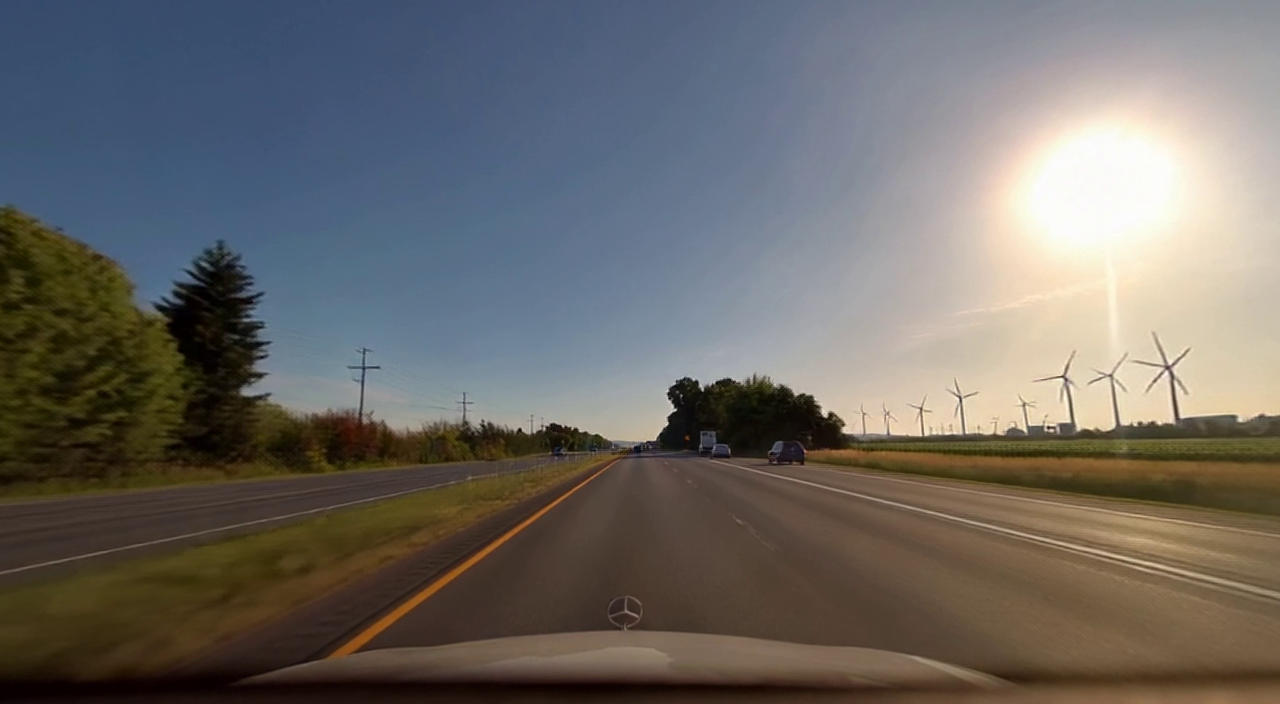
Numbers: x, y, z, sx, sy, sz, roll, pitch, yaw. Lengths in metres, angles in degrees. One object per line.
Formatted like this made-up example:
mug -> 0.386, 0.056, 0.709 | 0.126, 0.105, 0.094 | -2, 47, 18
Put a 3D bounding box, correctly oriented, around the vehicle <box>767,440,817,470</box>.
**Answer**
vehicle -> 9.225, 6.290, 38.631 | 1.897, 1.669, 4.825 | 0, -9, 0
